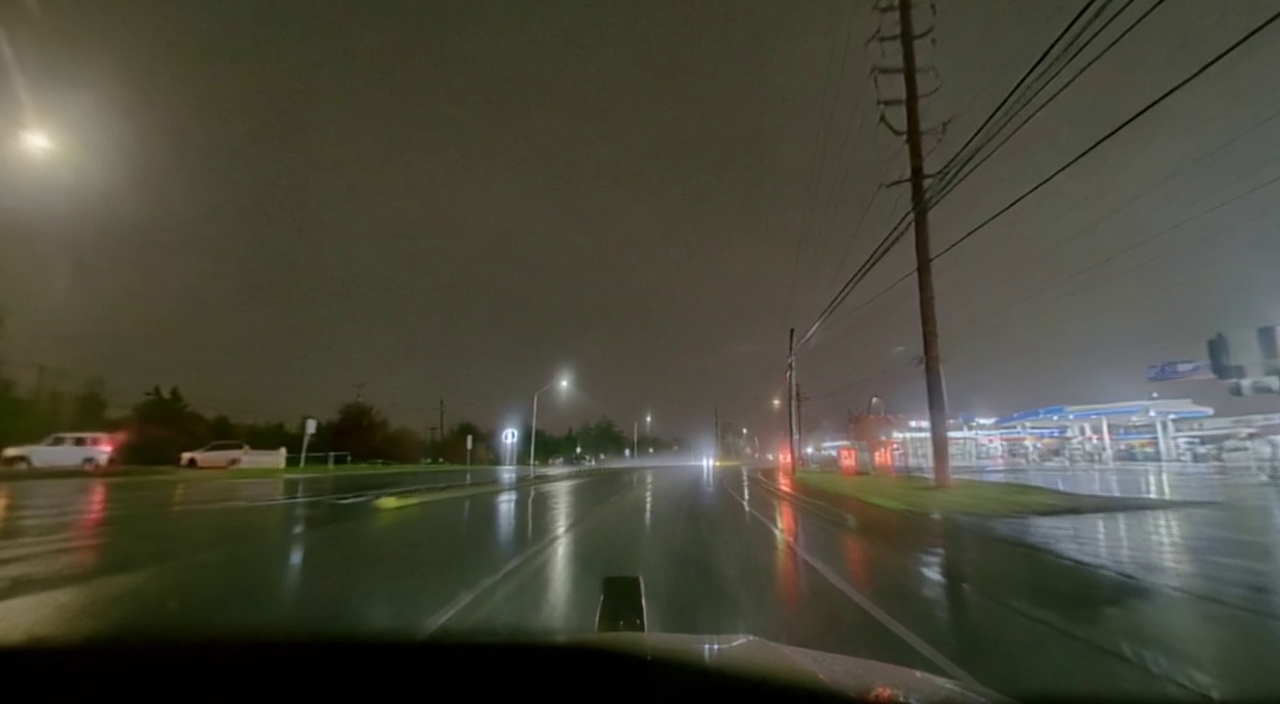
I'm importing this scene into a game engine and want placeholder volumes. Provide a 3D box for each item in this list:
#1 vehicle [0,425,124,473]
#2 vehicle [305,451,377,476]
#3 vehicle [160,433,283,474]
[{"bbox_3d":[-24.519,4.012,26.059,5.426,1.822,2.014,-2,-9,17],"label":"vehicle"},{"bbox_3d":[-19.917,7.413,41.961,4.147,1.562,1.805,-3,-9,18],"label":"vehicle"},{"bbox_3d":[-22.495,5.453,33.892,5.785,2.002,2.241,-4,-9,16],"label":"vehicle"}]
